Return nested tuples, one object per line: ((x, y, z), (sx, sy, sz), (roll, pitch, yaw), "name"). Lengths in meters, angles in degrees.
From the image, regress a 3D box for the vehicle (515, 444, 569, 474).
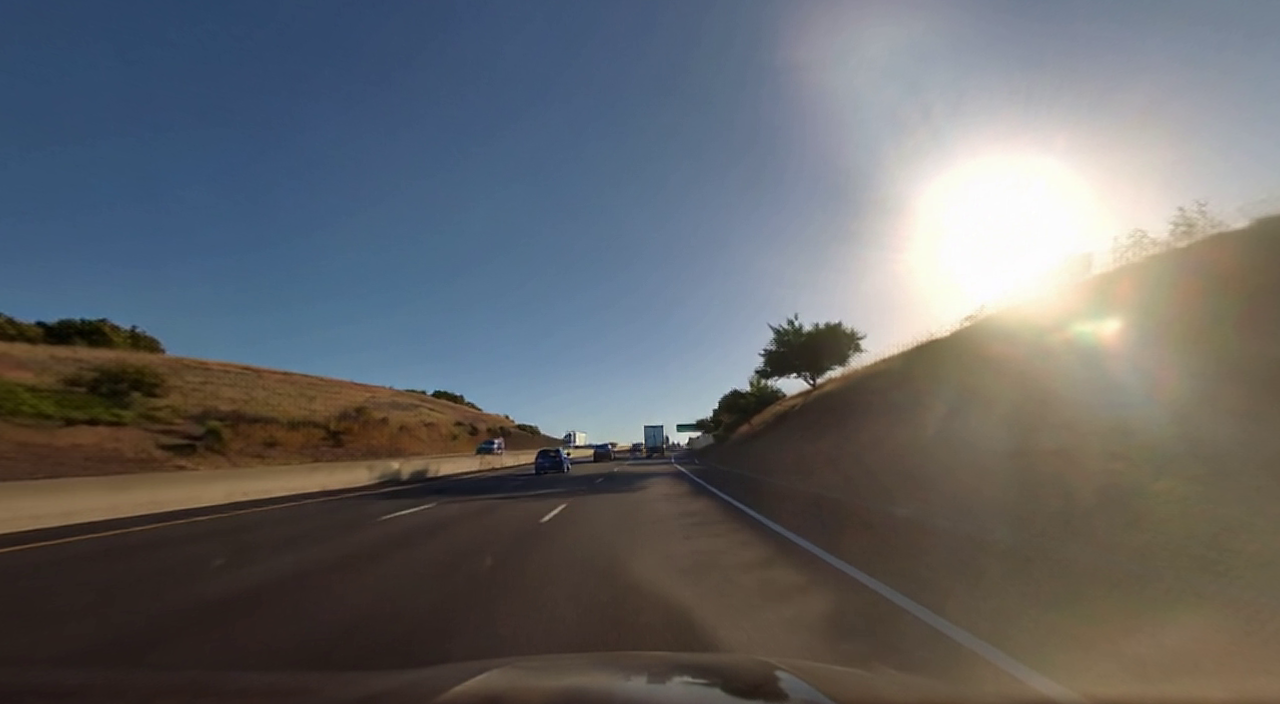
((-5.031, 5.556, 32.979), (2.078, 1.469, 4.371), (0, -9, 0), "vehicle")
